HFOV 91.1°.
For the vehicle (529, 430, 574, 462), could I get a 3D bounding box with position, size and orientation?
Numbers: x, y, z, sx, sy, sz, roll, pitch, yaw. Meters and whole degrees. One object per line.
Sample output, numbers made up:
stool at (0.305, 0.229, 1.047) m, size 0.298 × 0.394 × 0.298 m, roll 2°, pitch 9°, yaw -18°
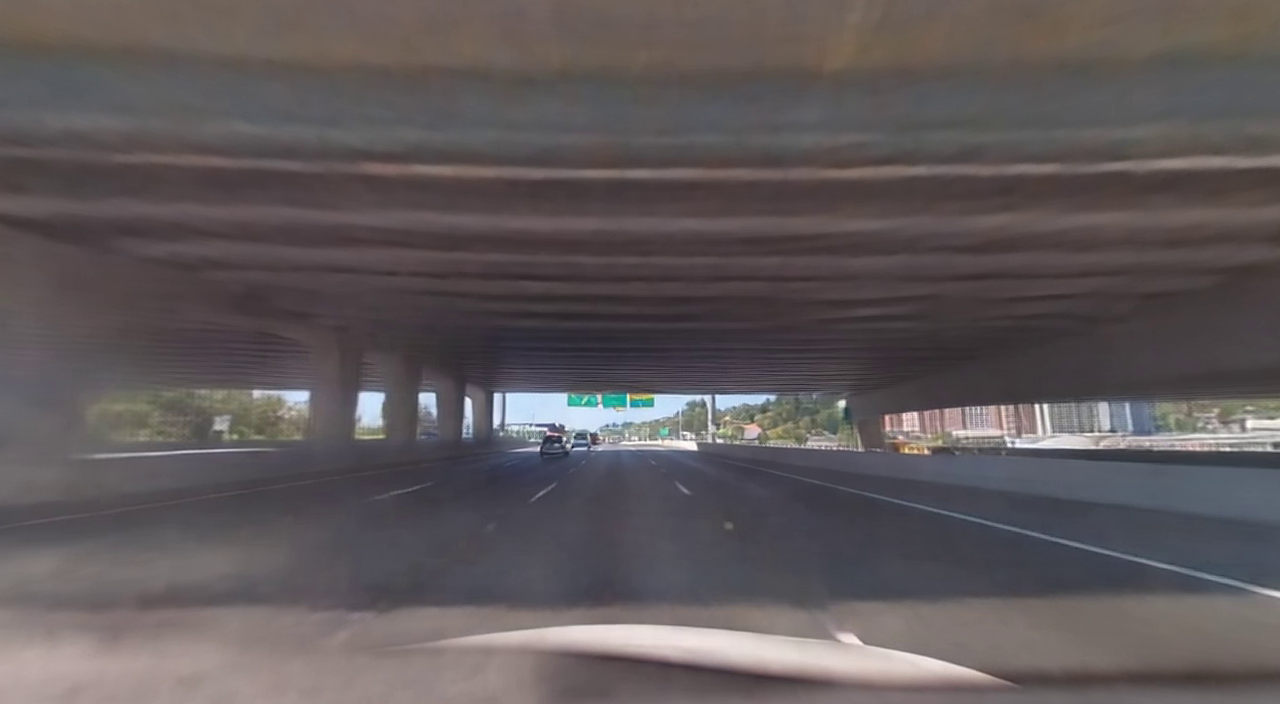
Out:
vehicle at (-4.681, 5.023, 33.758) m, size 1.878 × 1.548 × 3.966 m, roll 0°, pitch -8°, yaw -1°
